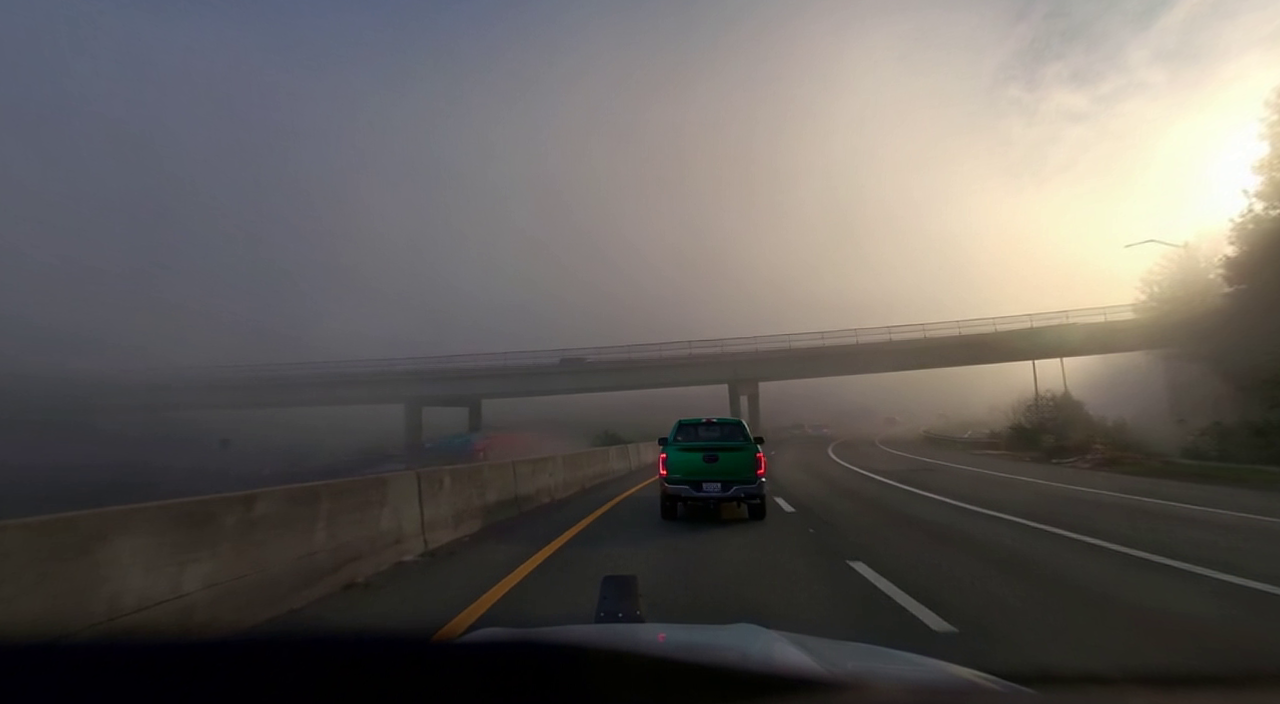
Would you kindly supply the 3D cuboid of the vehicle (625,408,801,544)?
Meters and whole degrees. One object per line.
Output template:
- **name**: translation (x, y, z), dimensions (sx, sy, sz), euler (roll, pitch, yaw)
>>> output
- **vehicle**: translation (1.146, 1.916, 10.347), dimensions (2.235, 1.716, 4.435), euler (-1, -9, 6)
